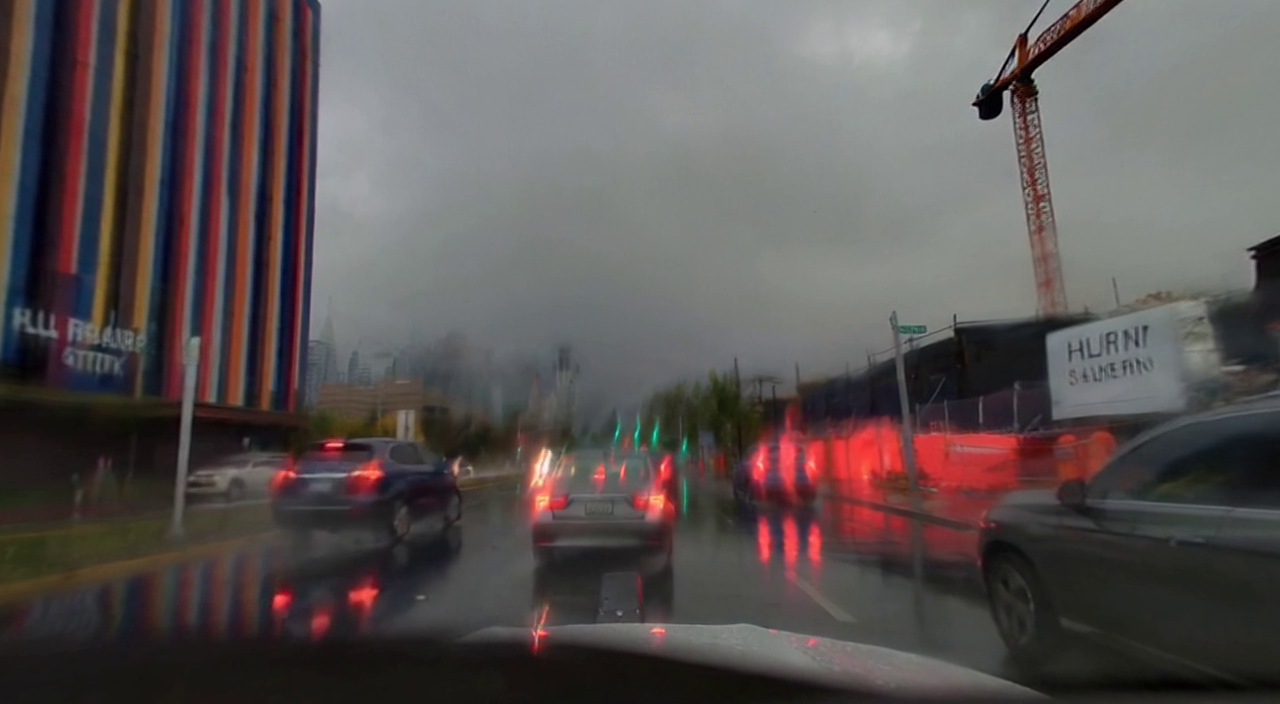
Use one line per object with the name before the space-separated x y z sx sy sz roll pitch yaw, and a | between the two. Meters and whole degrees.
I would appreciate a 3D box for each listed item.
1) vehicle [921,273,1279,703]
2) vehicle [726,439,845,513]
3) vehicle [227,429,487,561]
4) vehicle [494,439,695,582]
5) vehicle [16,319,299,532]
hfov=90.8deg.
vehicle | 3.409 0.742 2.546 2.182 1.954 5.341 0 -9 2
vehicle | 3.937 3.440 18.152 2.185 1.797 4.934 0 -9 -1
vehicle | -4.216 2.190 10.432 2.201 1.691 4.305 0 -9 1
vehicle | -0.447 2.000 8.857 2.131 1.496 4.193 0 -9 1
vehicle | -9.109 1.476 12.457 2.592 3.548 3.414 -2 -9 3
